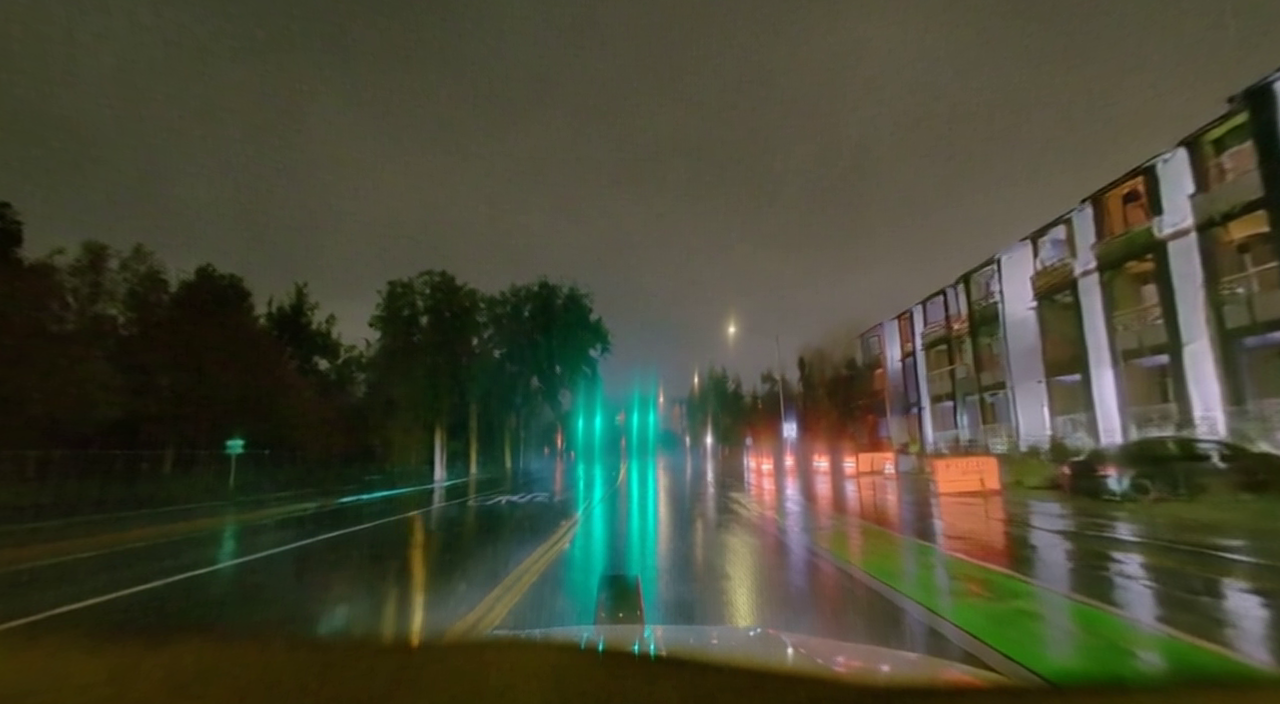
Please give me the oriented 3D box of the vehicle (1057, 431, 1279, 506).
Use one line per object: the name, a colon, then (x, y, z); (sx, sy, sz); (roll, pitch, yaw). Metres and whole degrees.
vehicle: (11.558, 2.394, 13.189); (4.251, 1.418, 1.896); (-1, -9, 4)
